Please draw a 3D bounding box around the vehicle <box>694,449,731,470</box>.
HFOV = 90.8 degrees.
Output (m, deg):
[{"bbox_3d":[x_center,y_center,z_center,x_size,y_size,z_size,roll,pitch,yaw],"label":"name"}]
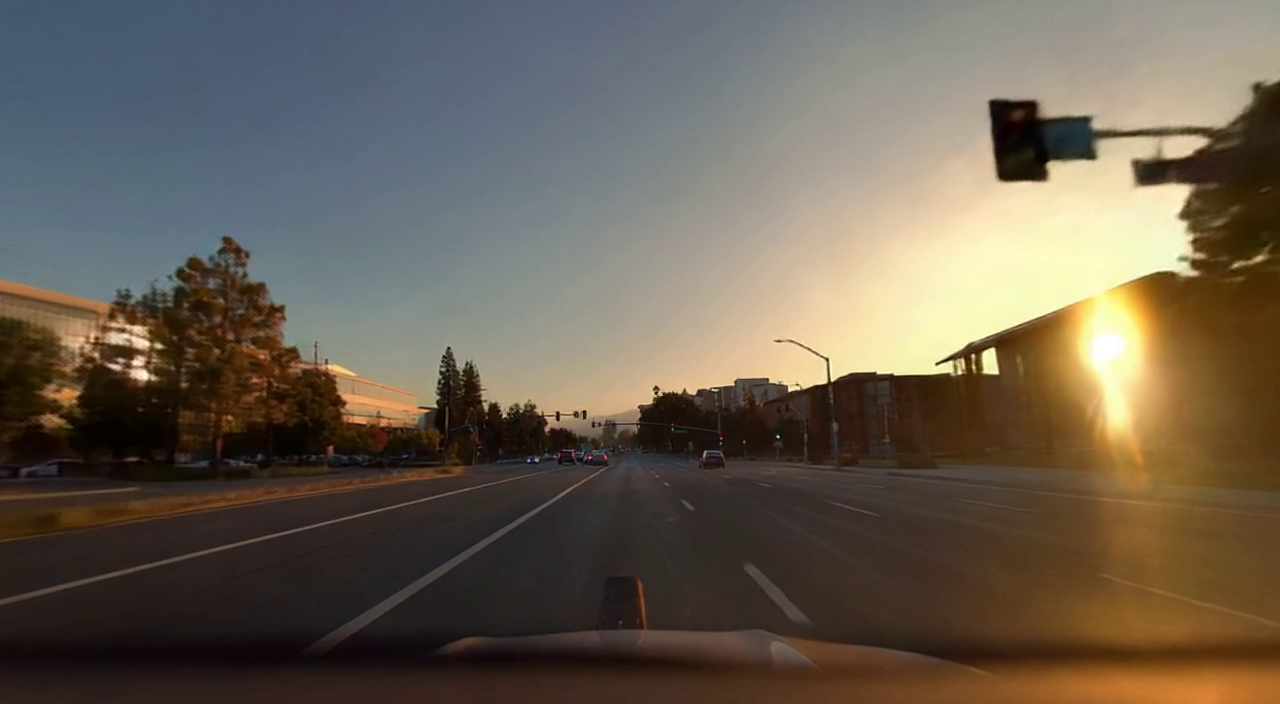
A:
[{"bbox_3d":[5.532,8.296,48.972,2.187,1.475,4.529,0,-9,-2],"label":"vehicle"}]
